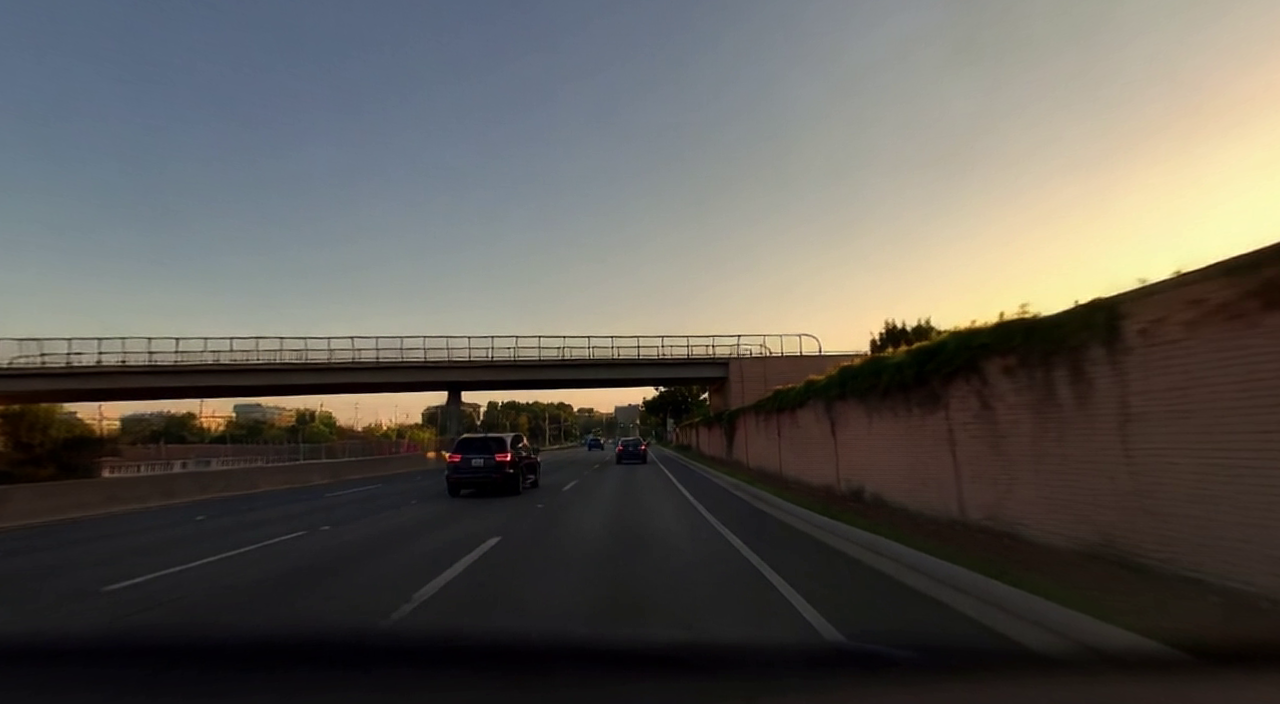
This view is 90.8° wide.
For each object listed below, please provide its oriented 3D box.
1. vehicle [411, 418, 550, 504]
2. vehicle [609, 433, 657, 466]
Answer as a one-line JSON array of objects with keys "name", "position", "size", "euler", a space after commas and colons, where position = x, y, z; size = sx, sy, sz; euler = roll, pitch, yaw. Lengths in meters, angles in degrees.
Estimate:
[{"name": "vehicle", "position": [-3.738, 2.674, 15.842], "size": [2.223, 1.771, 4.581], "euler": [-2, -8, 1]}, {"name": "vehicle", "position": [-0.342, 4.886, 31.754], "size": [2.205, 1.509, 4.272], "euler": [0, -8, 0]}]
